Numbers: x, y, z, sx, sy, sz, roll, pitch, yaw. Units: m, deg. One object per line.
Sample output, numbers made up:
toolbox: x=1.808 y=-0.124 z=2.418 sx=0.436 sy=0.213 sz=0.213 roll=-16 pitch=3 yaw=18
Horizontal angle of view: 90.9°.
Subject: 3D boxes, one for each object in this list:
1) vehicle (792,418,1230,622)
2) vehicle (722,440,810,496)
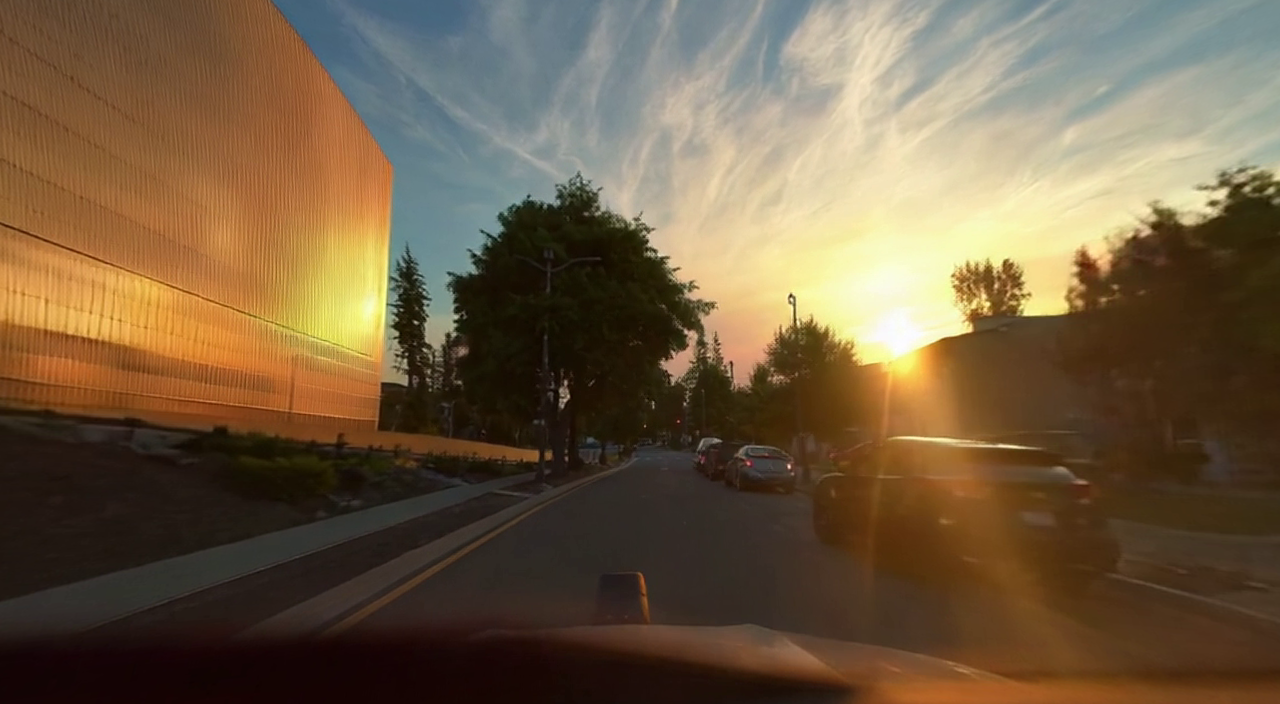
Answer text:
vehicle: x=3.282 y=1.575 z=6.969 sx=2.024 sy=1.475 sz=4.565 roll=0 pitch=-9 yaw=-1
vehicle: x=3.581 y=3.371 z=18.735 sx=1.848 sy=1.442 sz=4.425 roll=-1 pitch=-9 yaw=2
